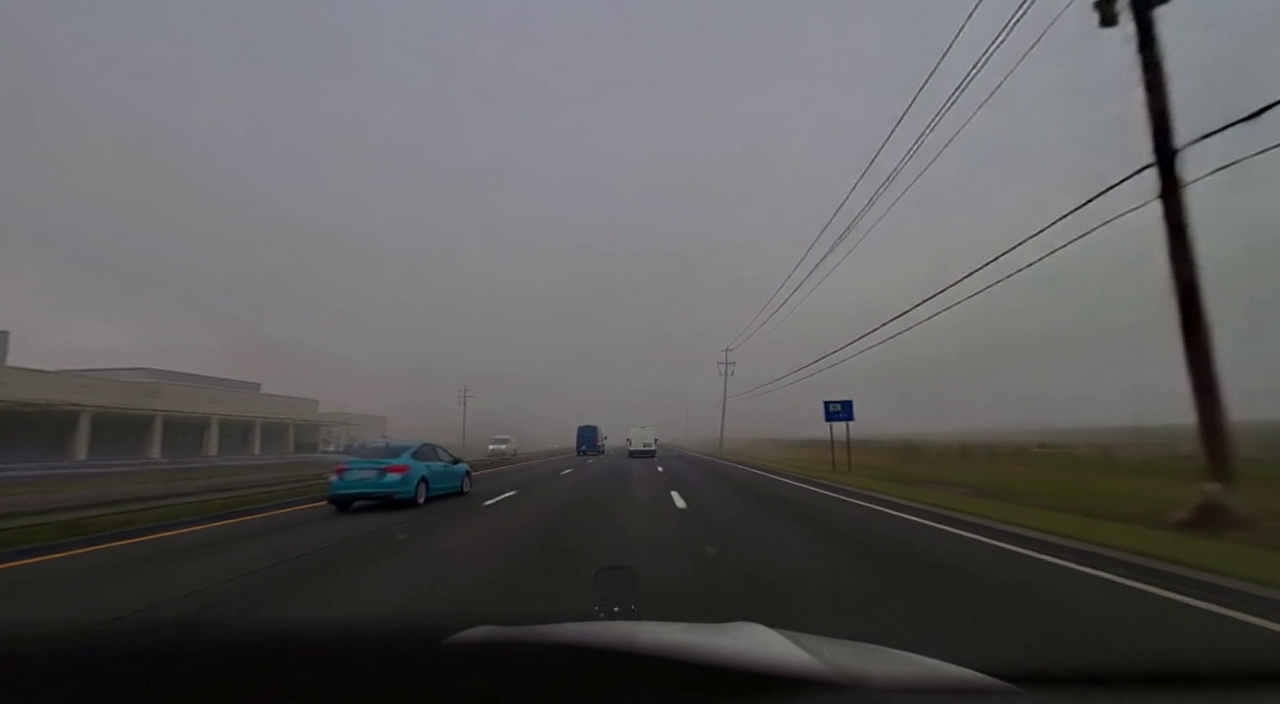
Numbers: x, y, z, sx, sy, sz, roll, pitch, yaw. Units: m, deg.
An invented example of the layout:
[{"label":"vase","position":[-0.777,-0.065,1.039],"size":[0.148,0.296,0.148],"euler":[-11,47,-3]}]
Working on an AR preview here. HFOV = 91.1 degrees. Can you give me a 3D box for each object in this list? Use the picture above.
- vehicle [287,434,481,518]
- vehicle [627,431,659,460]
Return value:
[{"label":"vehicle","position":[-5.133,2.524,13.547],"size":[2.087,1.464,4.853],"euler":[0,-8,1]},{"label":"vehicle","position":[0.175,6.754,45.741],"size":[2.213,1.997,4.456],"euler":[0,-8,-1]}]
